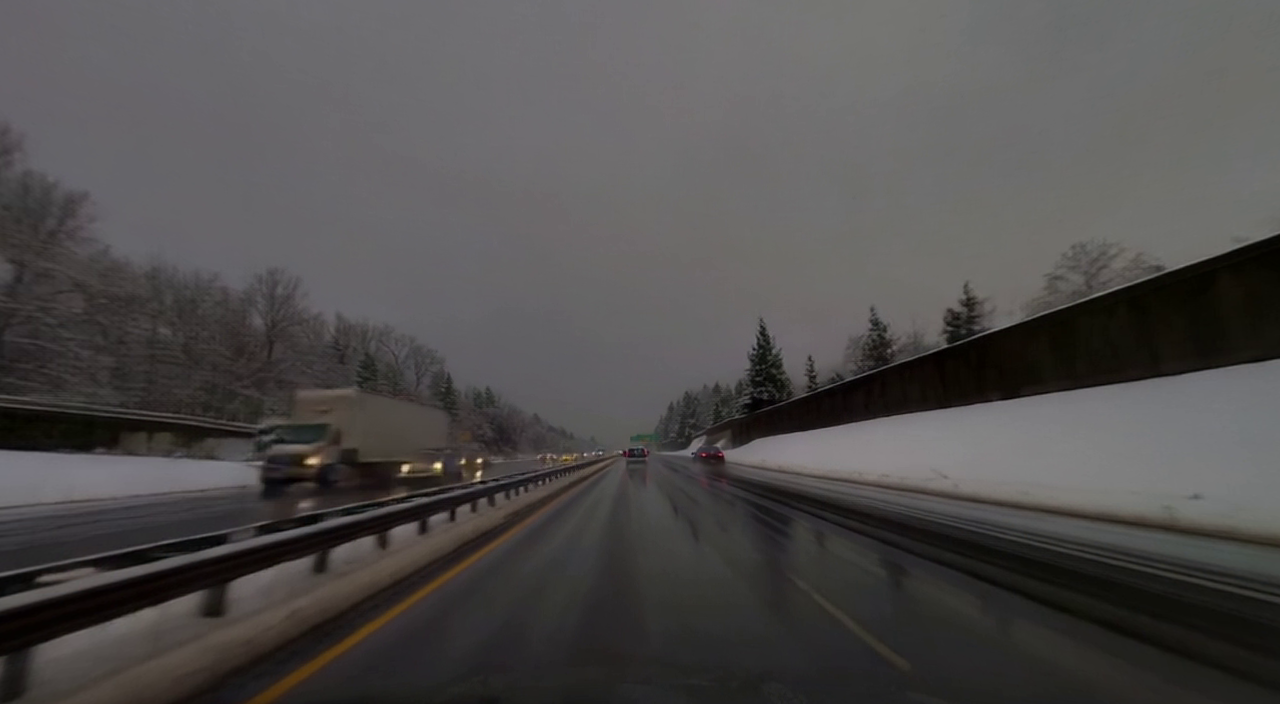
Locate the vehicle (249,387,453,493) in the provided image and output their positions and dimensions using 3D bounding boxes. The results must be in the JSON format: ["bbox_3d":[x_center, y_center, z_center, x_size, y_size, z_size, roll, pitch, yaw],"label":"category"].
[{"bbox_3d":[-13.273,4.520,31.583,3.029,3.989,15.326,0,-9,0],"label":"vehicle"}]

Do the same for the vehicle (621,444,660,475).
[{"bbox_3d":[-0.001,6.210,36.378,2.095,1.671,4.219,0,-9,-1],"label":"vehicle"}]

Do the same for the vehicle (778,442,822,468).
[{"bbox_3d":[10.251,6.626,40.400,1.797,1.588,3.848,-1,-9,1],"label":"vehicle"}]

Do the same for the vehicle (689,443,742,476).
[{"bbox_3d":[3.986,5.794,33.879,2.303,1.614,4.154,-1,-9,0],"label":"vehicle"}]

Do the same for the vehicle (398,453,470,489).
[{"bbox_3d":[-9.431,5.460,29.036,1.889,1.495,4.400,0,-9,-1],"label":"vehicle"}]
